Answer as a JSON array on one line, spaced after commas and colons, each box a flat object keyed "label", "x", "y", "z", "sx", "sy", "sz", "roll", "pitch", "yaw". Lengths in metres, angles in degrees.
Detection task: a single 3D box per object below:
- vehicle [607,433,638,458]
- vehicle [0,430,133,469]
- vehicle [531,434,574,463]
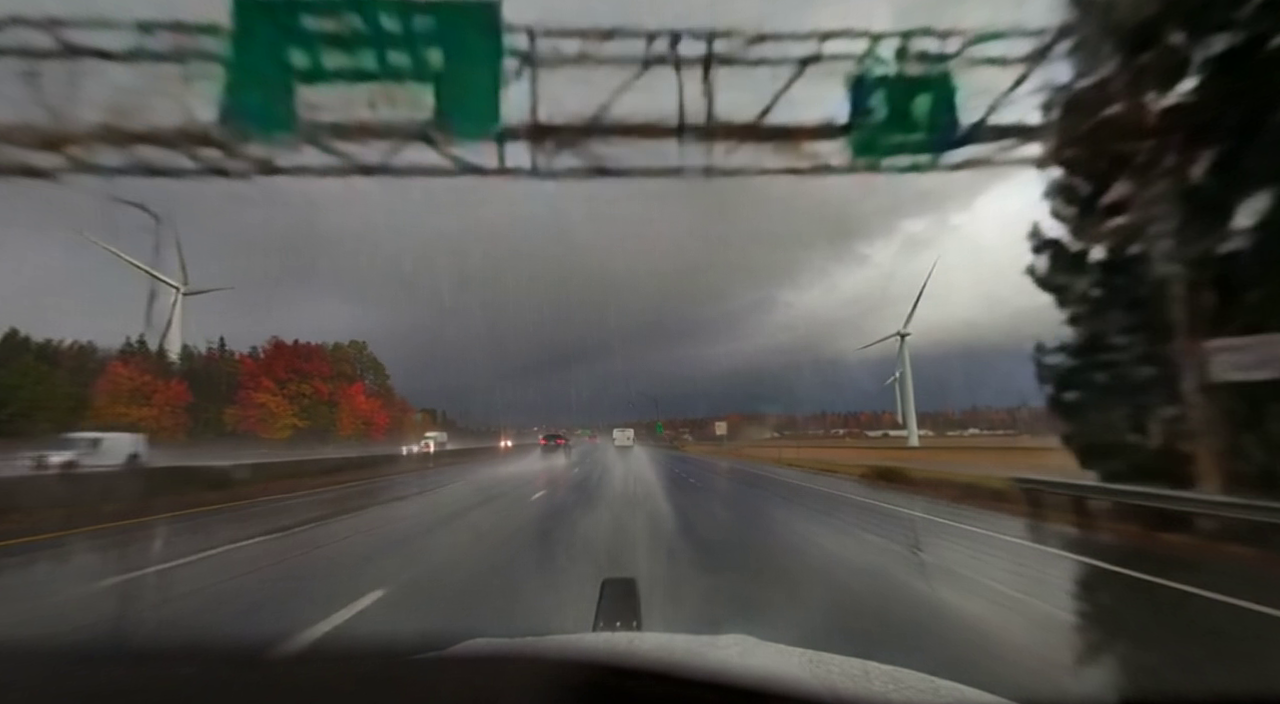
[{"label": "vehicle", "x": -1.265, "y": 7.014, "z": 47.338, "sx": 2.213, "sy": 1.774, "sz": 4.563, "roll": 0, "pitch": -8, "yaw": -1}, {"label": "vehicle", "x": -28.634, "y": 4.867, "z": 31.631, "sx": 2.046, "sy": 1.773, "sz": 5.016, "roll": 0, "pitch": -8, "yaw": 0}, {"label": "vehicle", "x": -5.156, "y": 5.749, "z": 37.630, "sx": 2.062, "sy": 1.622, "sz": 4.153, "roll": 0, "pitch": -8, "yaw": -1}]
